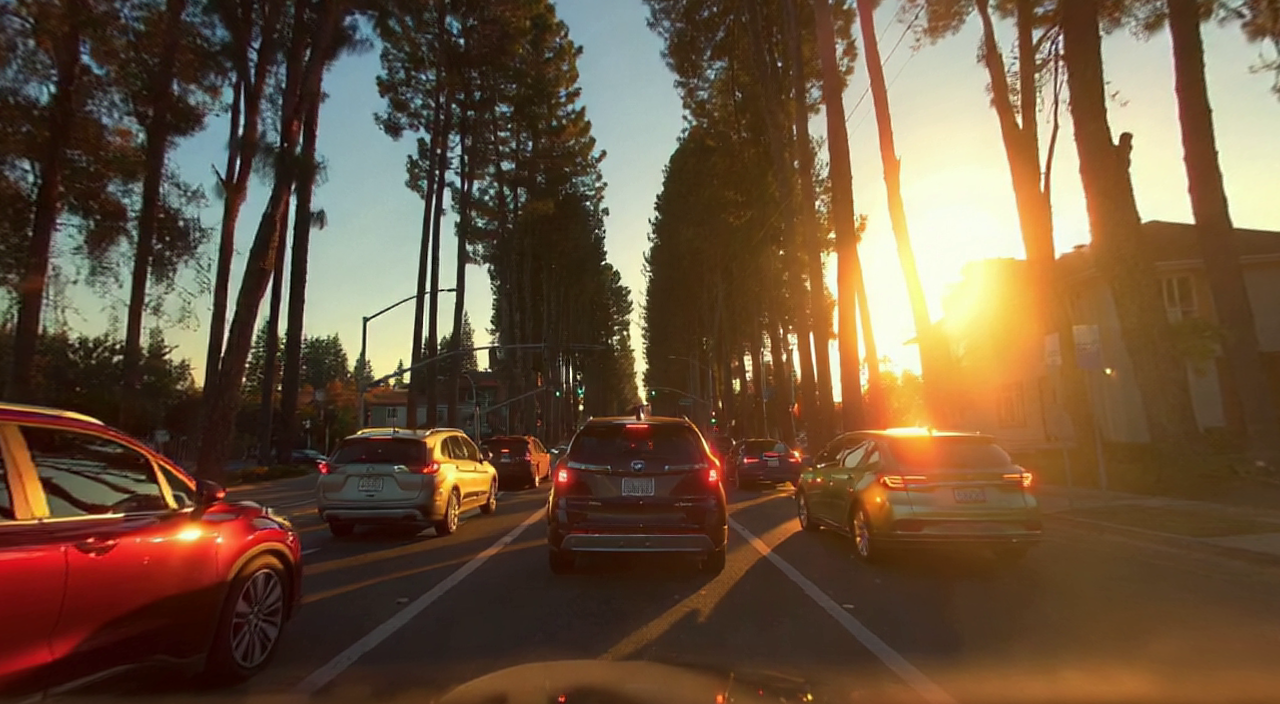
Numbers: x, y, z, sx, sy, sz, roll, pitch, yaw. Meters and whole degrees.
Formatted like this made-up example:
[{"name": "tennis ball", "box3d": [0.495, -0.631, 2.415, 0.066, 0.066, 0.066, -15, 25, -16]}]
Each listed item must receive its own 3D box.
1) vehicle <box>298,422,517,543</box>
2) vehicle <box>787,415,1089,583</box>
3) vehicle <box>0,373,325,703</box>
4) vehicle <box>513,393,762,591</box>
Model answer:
[{"name": "vehicle", "box3d": [-3.641, 2.121, 10.911, 2.042, 1.641, 4.314, 0, -8, 1]}, {"name": "vehicle", "box3d": [3.271, 1.671, 7.883, 1.922, 1.579, 3.642, 0, -8, -1]}, {"name": "vehicle", "box3d": [-3.776, 0.999, 3.309, 1.929, 1.641, 4.193, 0, -8, 2]}, {"name": "vehicle", "box3d": [0.006, 1.540, 7.677, 2.193, 1.744, 4.033, 0, -8, 1]}]
